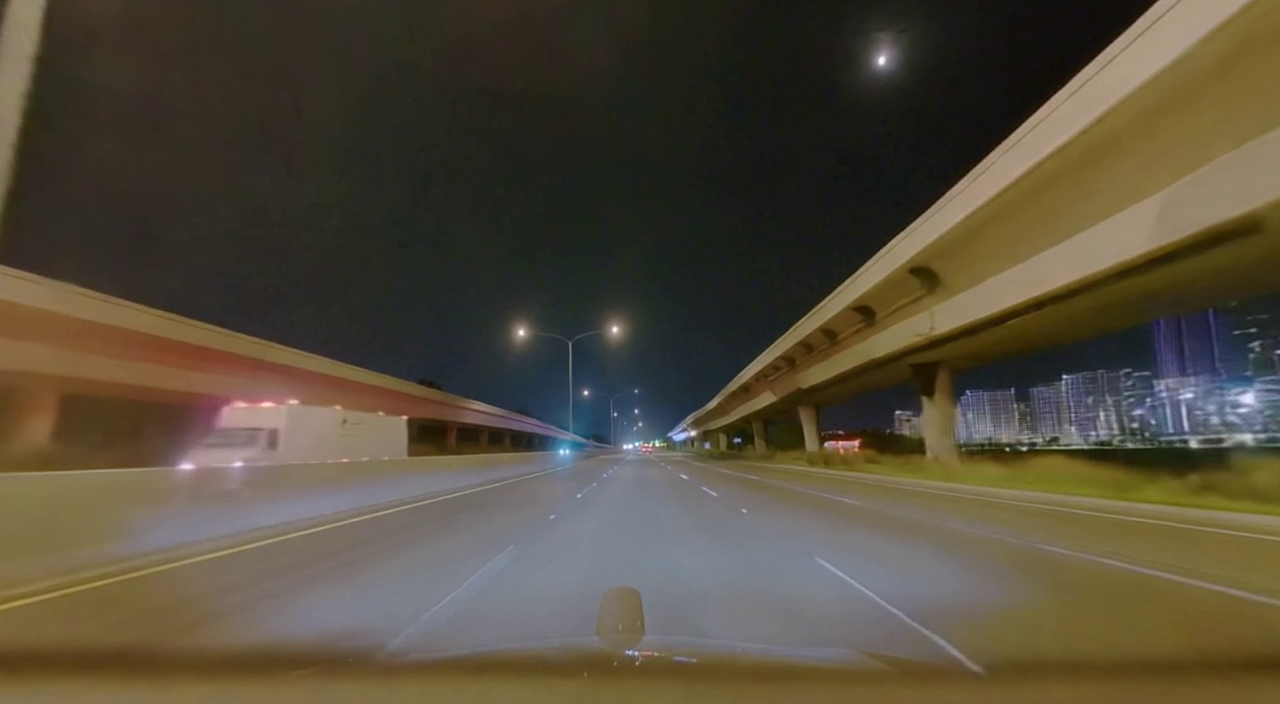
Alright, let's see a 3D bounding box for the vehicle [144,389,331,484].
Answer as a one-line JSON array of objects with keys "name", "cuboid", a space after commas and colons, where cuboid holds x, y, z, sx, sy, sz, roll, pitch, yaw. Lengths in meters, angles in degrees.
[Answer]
[{"name": "vehicle", "cuboid": [-17.848, 3.912, 28.996, 3.120, 3.701, 8.247, 0, -9, -1]}]
